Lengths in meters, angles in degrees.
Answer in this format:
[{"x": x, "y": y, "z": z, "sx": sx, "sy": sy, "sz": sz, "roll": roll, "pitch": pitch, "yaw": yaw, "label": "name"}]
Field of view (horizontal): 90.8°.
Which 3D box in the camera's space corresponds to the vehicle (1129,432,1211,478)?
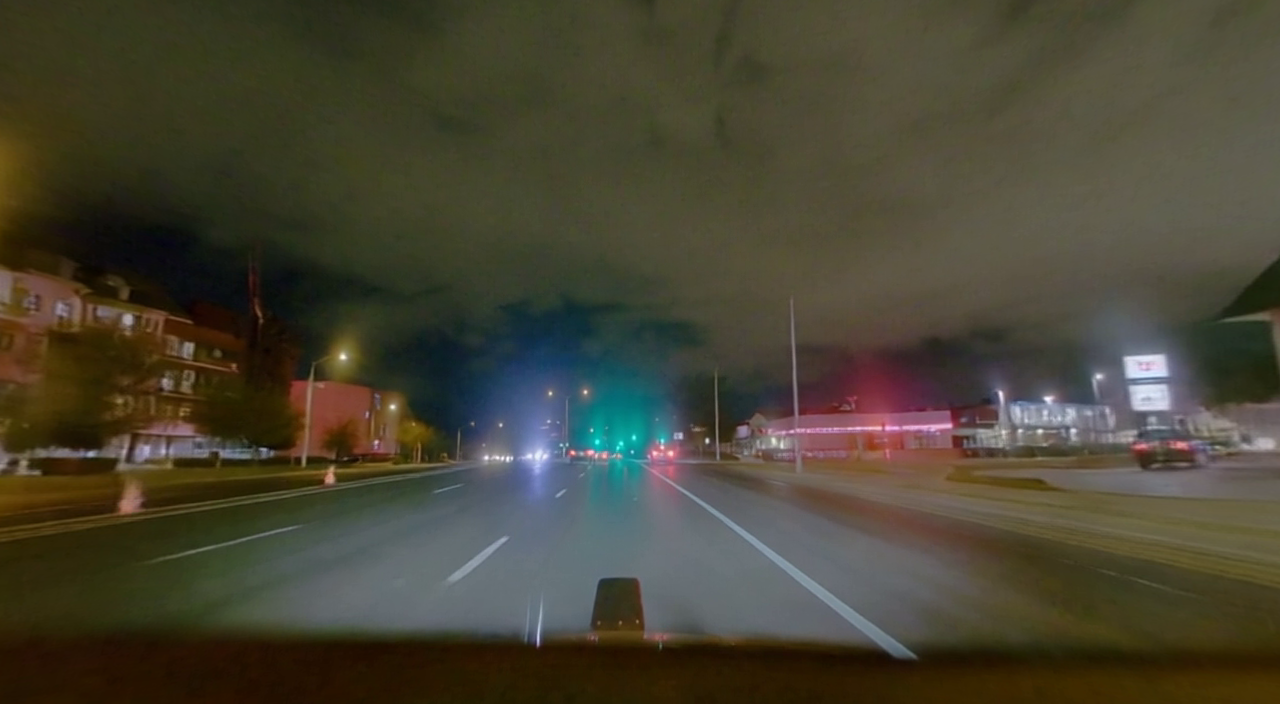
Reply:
[{"x": 21.342, "y": 4.103, "z": 25.376, "sx": 2.160, "sy": 1.639, "sz": 5.163, "roll": -8, "pitch": -11, "yaw": 41, "label": "vehicle"}]
